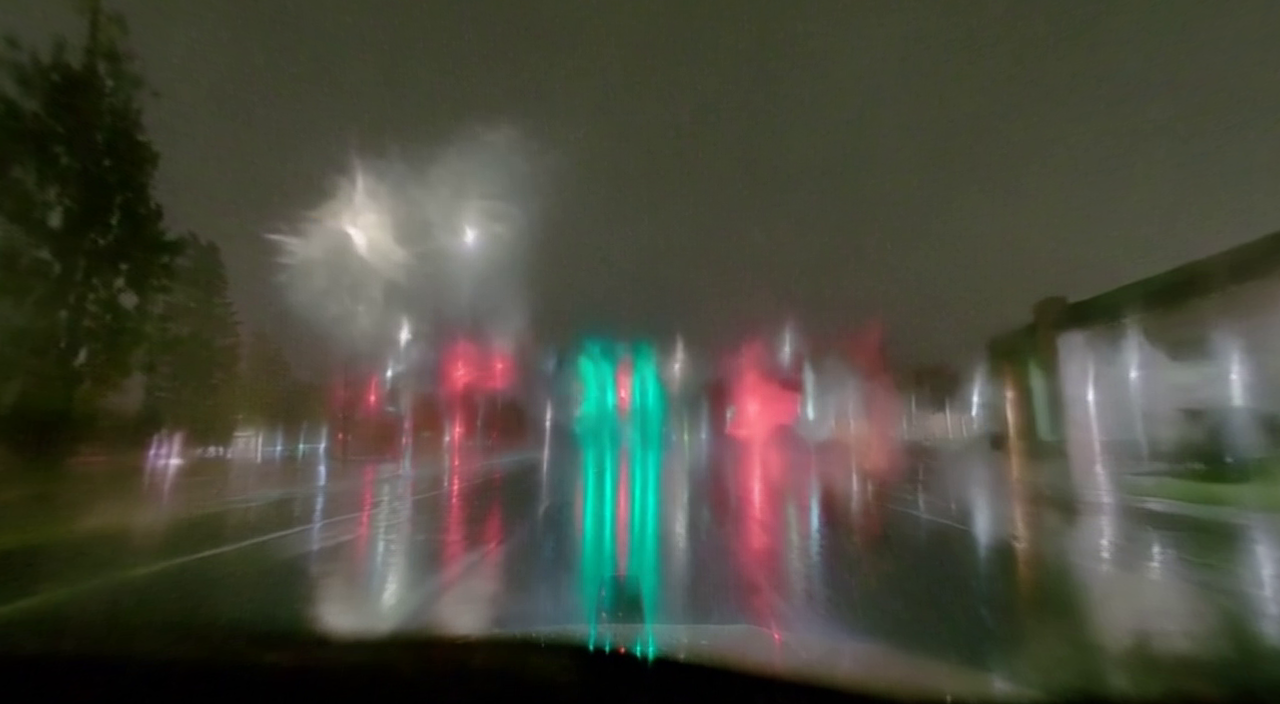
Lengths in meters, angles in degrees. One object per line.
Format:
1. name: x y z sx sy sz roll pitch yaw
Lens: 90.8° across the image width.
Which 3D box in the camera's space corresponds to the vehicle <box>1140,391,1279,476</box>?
1. vehicle: 16.385 2.297 17.620 1.951 2.131 3.345 0 -9 -1
